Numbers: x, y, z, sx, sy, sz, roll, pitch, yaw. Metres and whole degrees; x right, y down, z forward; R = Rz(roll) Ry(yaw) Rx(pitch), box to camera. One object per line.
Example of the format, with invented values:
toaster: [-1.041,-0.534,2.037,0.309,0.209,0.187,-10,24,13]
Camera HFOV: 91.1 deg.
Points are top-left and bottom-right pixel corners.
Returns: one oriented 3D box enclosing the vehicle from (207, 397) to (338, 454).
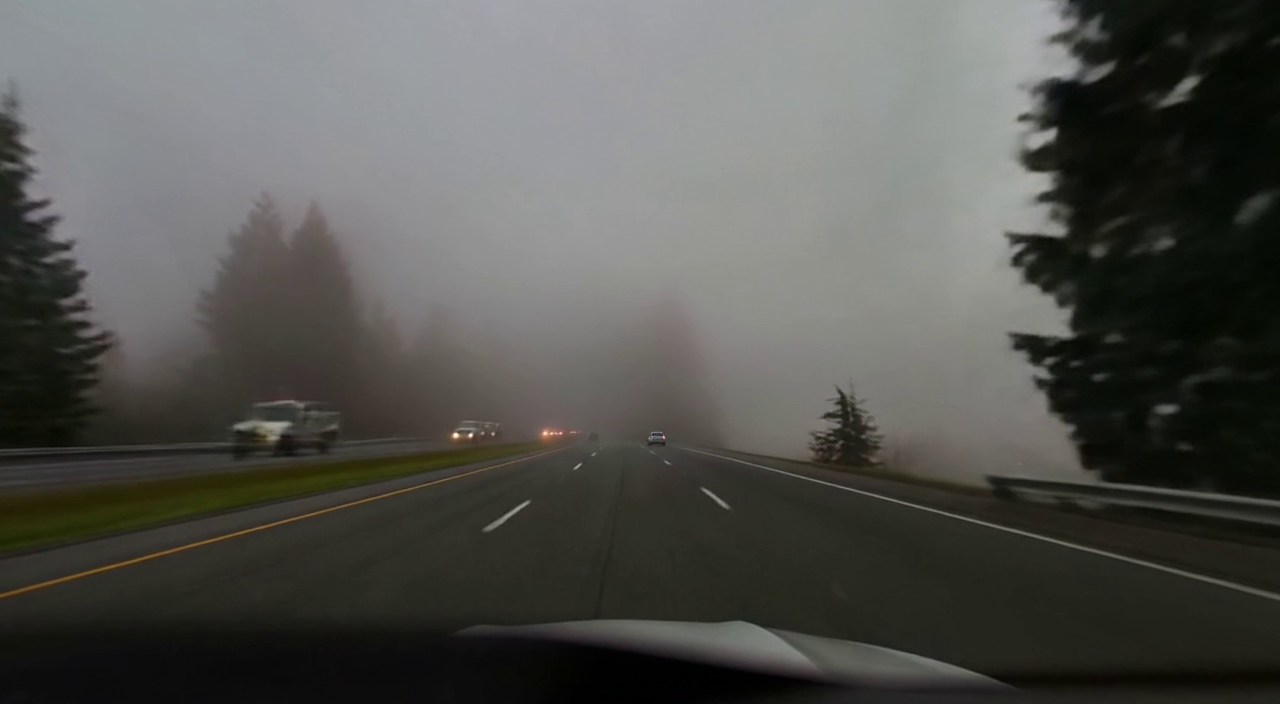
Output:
vehicle: [-18.098,3.751,31.560,2.609,2.539,6.751,0,-8,-2]
